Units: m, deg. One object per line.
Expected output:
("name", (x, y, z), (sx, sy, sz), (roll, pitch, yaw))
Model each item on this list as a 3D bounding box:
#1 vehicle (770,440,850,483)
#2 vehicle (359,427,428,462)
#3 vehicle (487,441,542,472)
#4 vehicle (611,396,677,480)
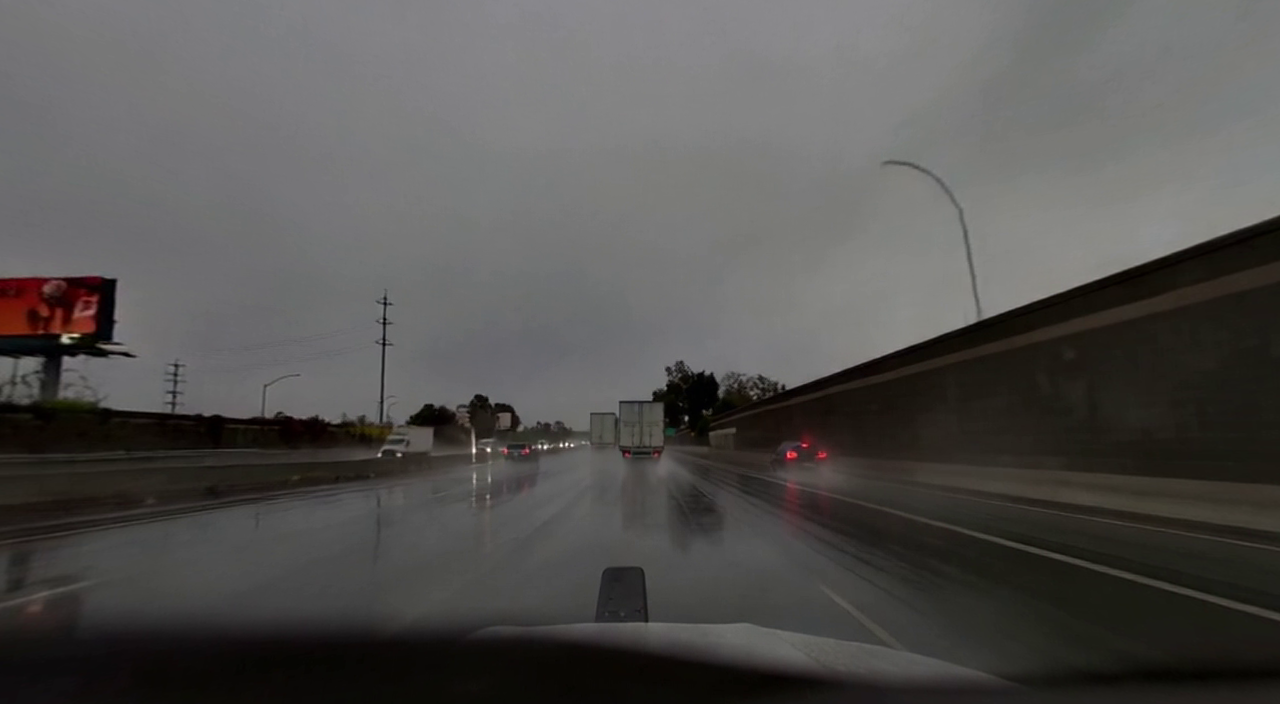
("vehicle", (6.816, 4.392, 25.773), (1.969, 1.560, 4.394), (-1, -8, -1))
("vehicle", (-18.848, 7.117, 48.732), (2.825, 2.420, 6.603), (0, -8, -2))
("vehicle", (-6.753, 5.667, 34.524), (1.992, 1.547, 4.673), (-1, -8, 1))
("vehicle", (0.106, 4.729, 36.186), (3.054, 3.944, 11.230), (-2, -6, -1))
